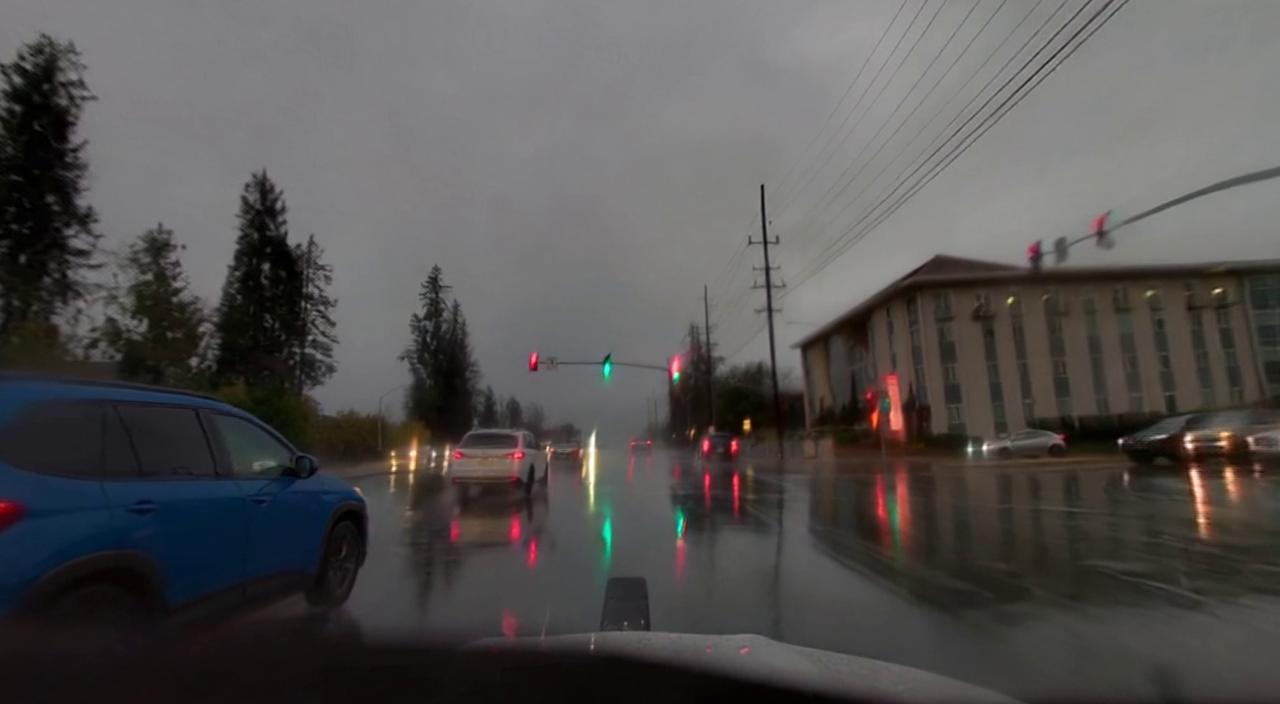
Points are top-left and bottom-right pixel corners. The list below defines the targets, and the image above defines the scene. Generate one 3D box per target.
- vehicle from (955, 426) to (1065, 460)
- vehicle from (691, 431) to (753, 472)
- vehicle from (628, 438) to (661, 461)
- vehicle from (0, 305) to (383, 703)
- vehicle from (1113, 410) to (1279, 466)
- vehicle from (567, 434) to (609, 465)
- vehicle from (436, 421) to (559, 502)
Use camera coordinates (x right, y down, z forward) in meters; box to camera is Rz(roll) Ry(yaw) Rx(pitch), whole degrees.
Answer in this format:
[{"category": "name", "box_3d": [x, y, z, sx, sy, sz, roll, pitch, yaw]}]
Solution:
[{"category": "vehicle", "box_3d": [18.245, 4.516, 31.230, 4.119, 1.574, 2.028, -1, -8, 3]}, {"category": "vehicle", "box_3d": [3.672, 4.586, 29.163, 2.201, 1.734, 4.564, 0, -8, -1]}, {"category": "vehicle", "box_3d": [0.314, 6.780, 43.889, 2.185, 1.515, 4.215, 0, -8, 1]}, {"category": "vehicle", "box_3d": [-3.267, 0.863, 3.108, 2.127, 1.754, 4.287, 0, -8, 1]}, {"category": "vehicle", "box_3d": [19.583, 2.963, 21.753, 5.033, 1.802, 1.928, 1, -9, -5]}, {"category": "vehicle", "box_3d": [-2.934, 5.600, 36.264, 1.900, 1.677, 4.128, 0, -8, 2]}, {"category": "vehicle", "box_3d": [-3.352, 2.685, 15.827, 1.958, 1.744, 4.315, 0, -8, 2]}]
